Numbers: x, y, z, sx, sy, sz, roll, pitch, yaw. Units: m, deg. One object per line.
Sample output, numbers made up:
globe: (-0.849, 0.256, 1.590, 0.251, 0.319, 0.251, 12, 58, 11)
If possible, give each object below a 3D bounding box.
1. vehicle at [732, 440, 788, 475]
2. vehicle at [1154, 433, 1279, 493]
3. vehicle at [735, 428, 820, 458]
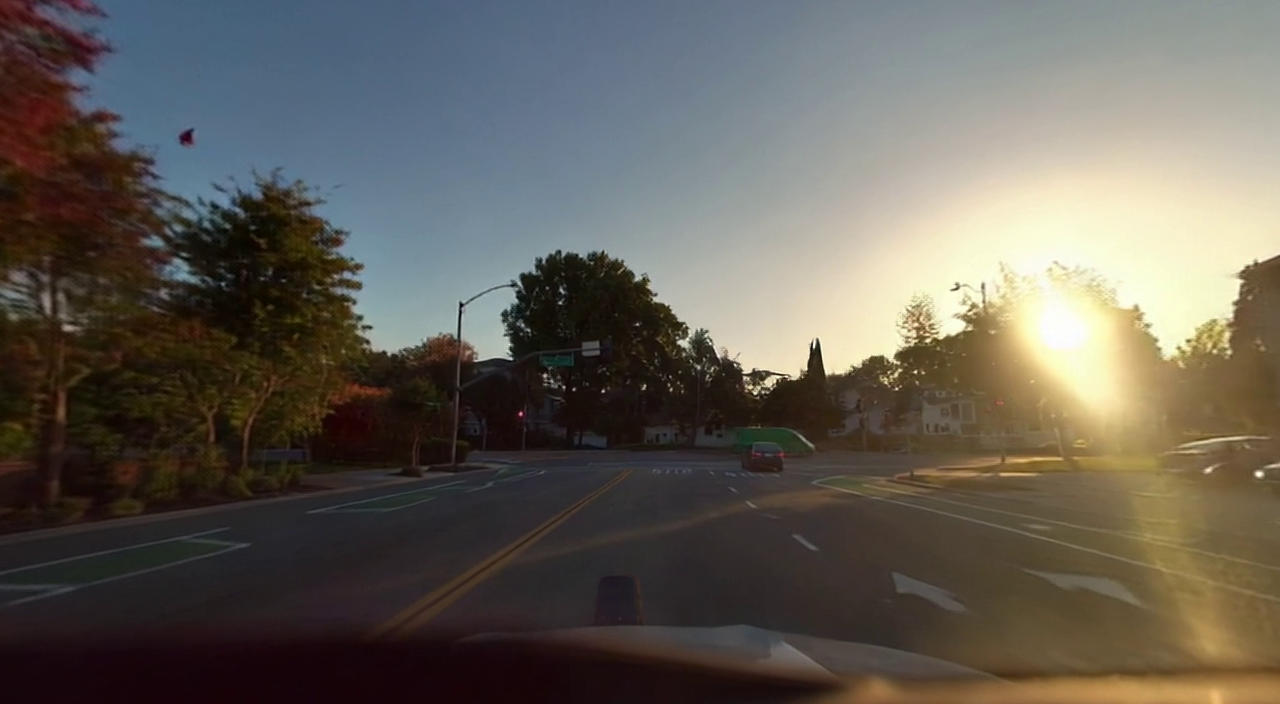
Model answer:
vehicle: (5.575, 4.949, 29.823, 1.947, 1.485, 4.336, -1, -8, 2)
vehicle: (17.985, 3.154, 18.092, 4.702, 1.595, 1.986, 0, -8, 1)
vehicle: (10.033, 6.704, 46.521, 5.869, 2.098, 2.206, -1, -9, 6)
